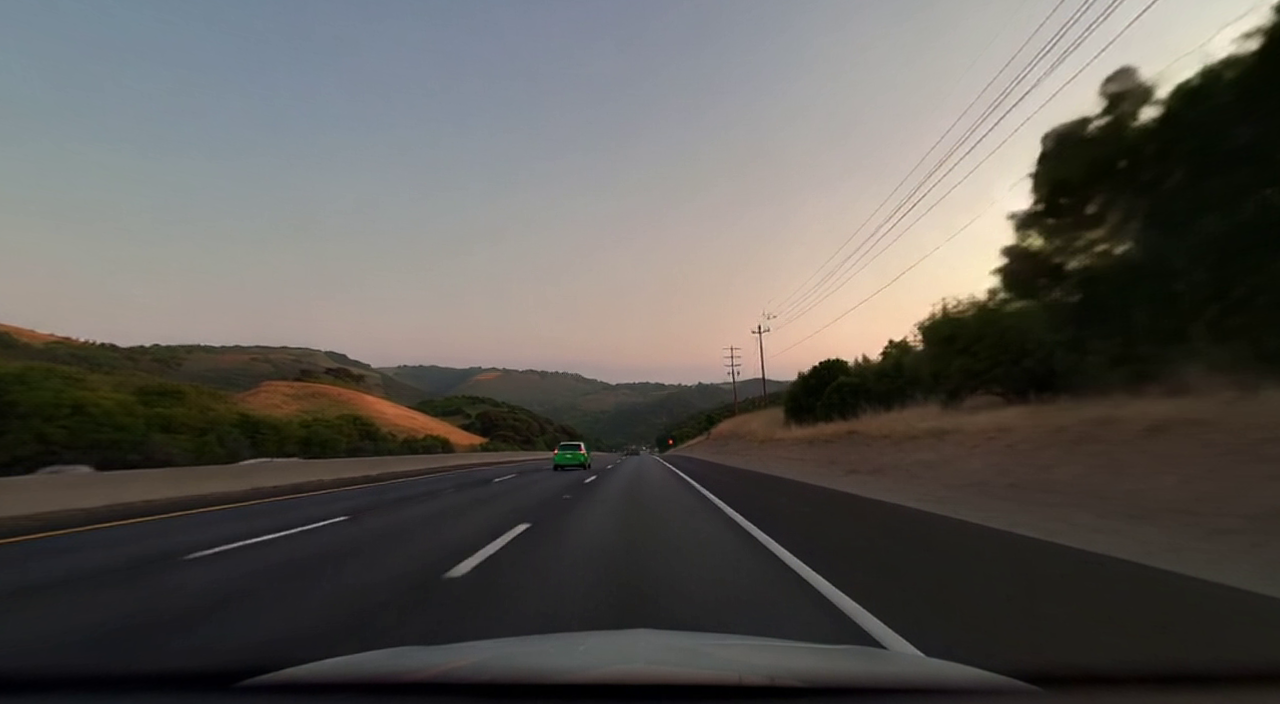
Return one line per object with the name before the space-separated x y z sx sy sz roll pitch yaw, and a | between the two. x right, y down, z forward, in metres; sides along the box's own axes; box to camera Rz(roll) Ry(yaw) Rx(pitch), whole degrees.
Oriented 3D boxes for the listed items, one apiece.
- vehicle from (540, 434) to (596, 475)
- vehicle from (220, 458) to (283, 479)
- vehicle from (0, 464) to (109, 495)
vehicle | -3.446 5.041 31.188 2.136 1.845 4.515 0 -8 1
vehicle | -29.867 8.958 48.642 1.848 1.452 4.598 0 -8 0
vehicle | -34.032 7.344 36.688 1.872 1.500 5.003 0 -8 0
